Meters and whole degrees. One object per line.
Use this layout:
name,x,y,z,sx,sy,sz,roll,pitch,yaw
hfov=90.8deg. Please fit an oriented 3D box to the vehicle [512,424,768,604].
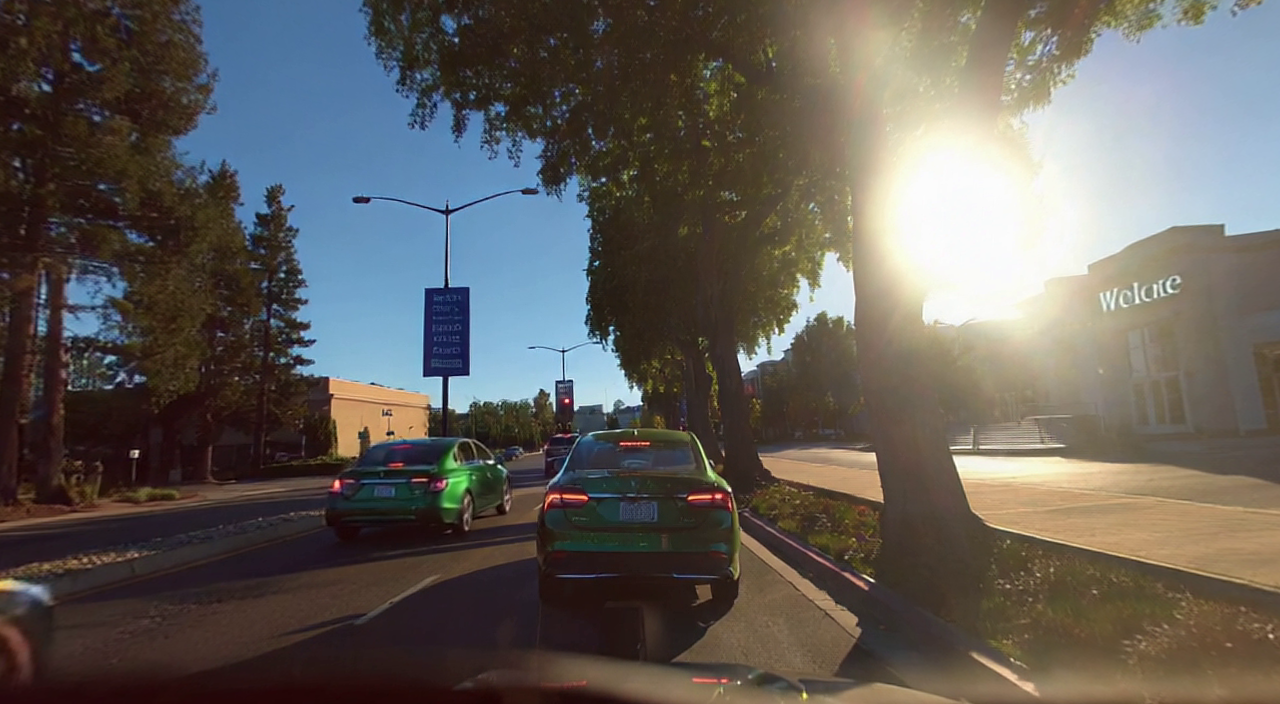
vehicle,-0.056,1.640,7.309,2.126,1.475,3.967,0,-8,-2

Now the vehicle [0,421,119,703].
vehicle,-3.368,0.724,0.605,1.952,1.431,4.383,0,-8,1

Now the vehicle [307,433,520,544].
vehicle,-3.492,2.181,10.826,1.961,1.487,4.453,0,-8,0
